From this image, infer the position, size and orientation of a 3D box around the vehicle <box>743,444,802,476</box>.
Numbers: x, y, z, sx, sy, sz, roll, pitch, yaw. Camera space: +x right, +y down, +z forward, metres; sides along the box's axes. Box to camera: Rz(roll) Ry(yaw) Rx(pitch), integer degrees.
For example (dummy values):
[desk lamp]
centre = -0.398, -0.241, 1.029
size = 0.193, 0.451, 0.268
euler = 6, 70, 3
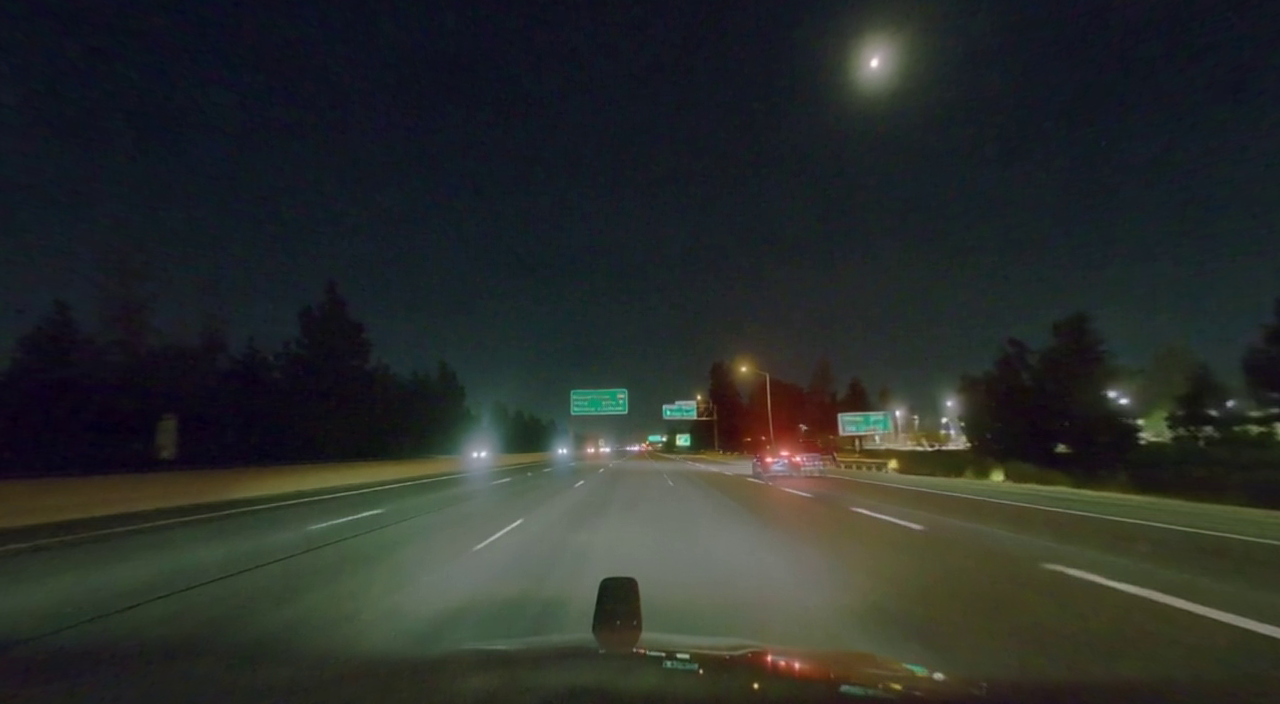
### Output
[vehicle]
centre = 6.782, 5.552, 32.855
size = 1.958, 1.498, 4.447
euler = 1, -8, -2
